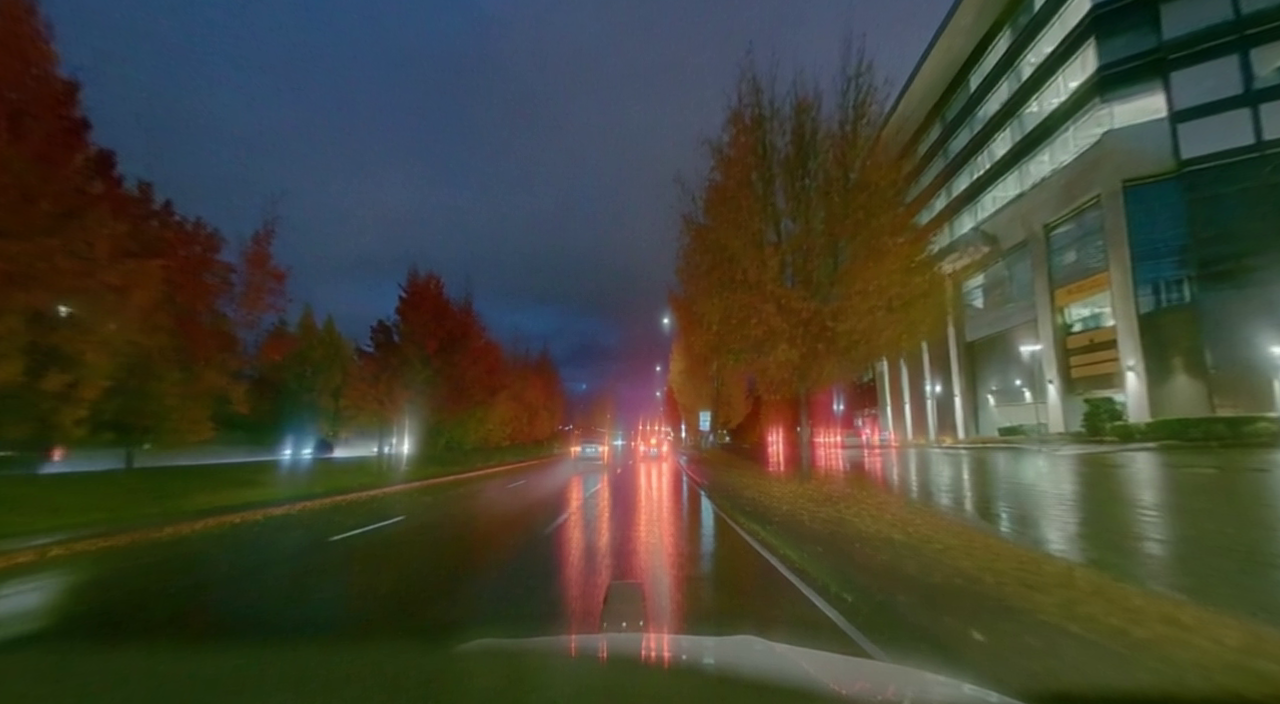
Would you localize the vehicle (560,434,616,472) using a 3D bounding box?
[{"bbox_3d":[-2.404,4.834,30.335,2.197,1.709,4.069,0,-8,2],"label":"vehicle"}]

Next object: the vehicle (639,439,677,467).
[{"bbox_3d":[1.011,5.631,35.343,2.040,1.493,3.682,0,-8,1],"label":"vehicle"}]
